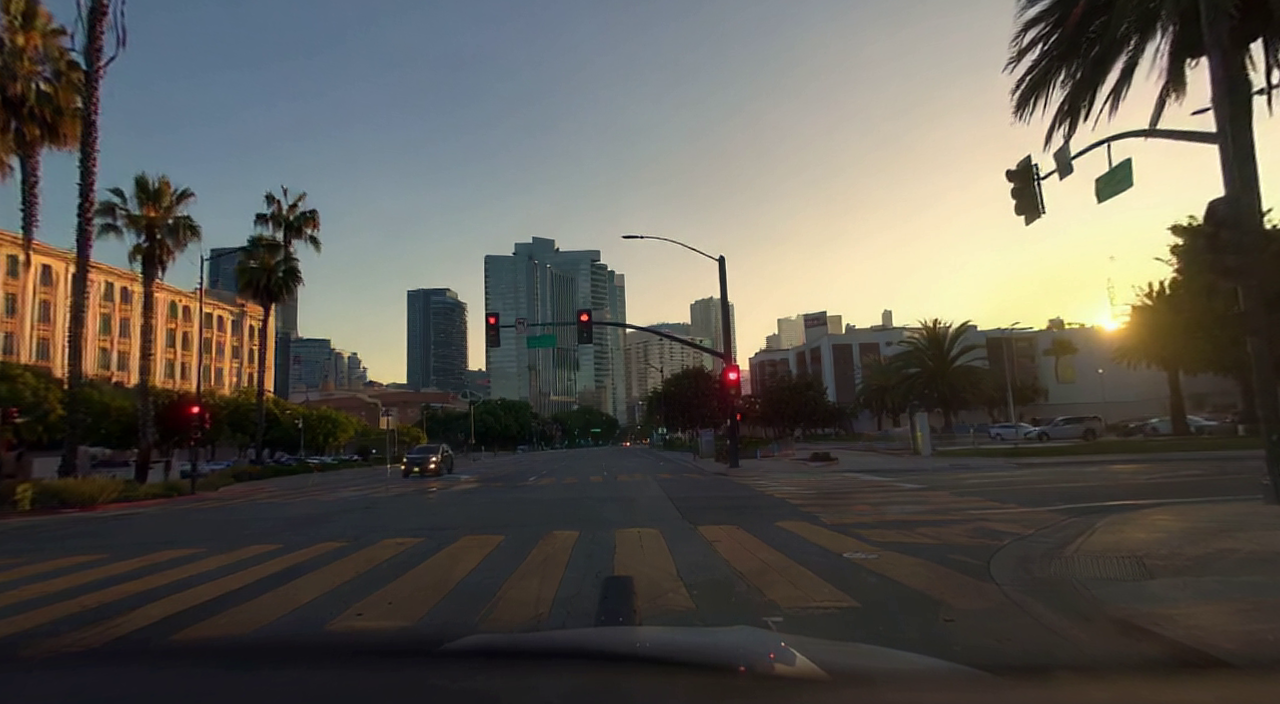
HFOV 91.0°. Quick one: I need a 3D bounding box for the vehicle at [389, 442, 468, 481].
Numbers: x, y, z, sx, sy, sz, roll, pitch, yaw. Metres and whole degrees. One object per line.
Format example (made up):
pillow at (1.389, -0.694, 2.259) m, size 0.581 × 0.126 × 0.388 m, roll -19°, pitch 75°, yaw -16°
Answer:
vehicle at (-10.739, 5.588, 32.367) m, size 2.270 × 1.833 × 4.860 m, roll 0°, pitch -9°, yaw 1°
